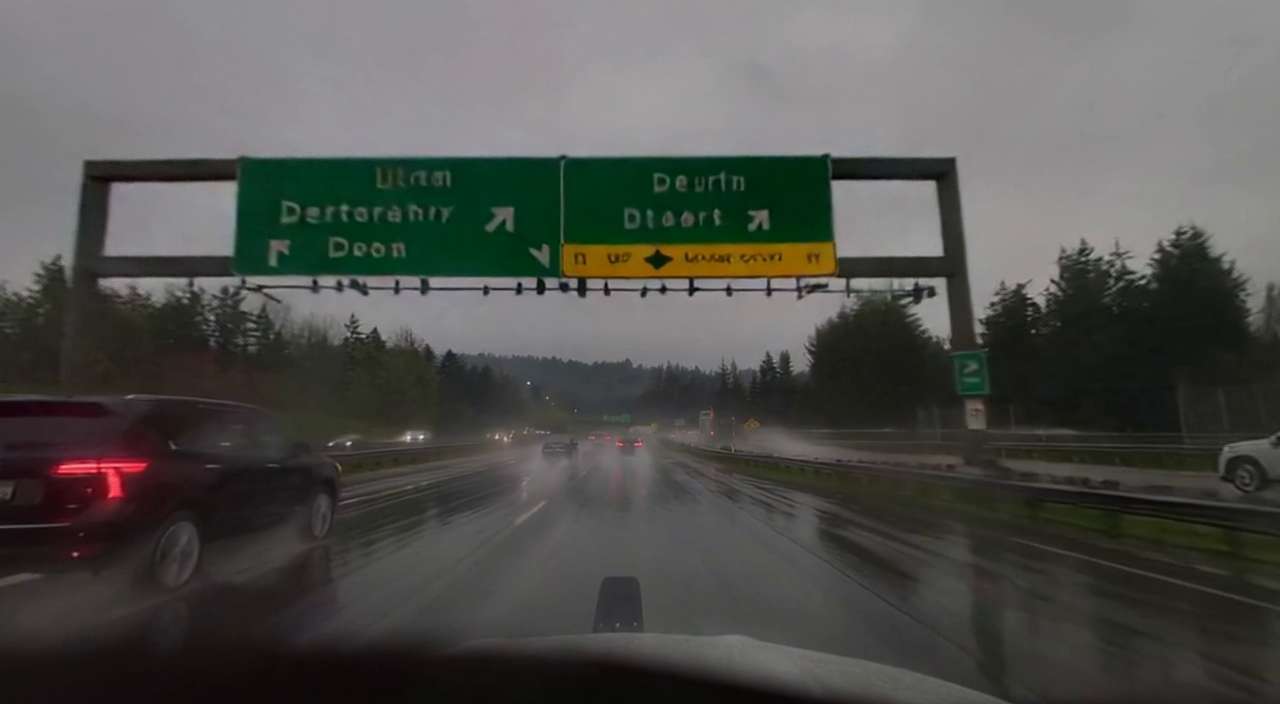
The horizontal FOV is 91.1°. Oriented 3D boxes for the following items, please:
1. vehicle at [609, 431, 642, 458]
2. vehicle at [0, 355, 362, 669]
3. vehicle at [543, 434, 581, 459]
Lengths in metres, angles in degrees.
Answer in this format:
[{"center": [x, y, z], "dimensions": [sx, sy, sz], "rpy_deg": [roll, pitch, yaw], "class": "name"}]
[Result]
[{"center": [-0.884, 5.842, 39.827], "dimensions": [2.002, 1.611, 3.778], "rpy_deg": [0, -8, 0], "class": "vehicle"}, {"center": [-4.561, 1.213, 5.883], "dimensions": [1.971, 1.822, 4.366], "rpy_deg": [0, -8, -1], "class": "vehicle"}, {"center": [-4.730, 5.779, 38.701], "dimensions": [1.909, 1.445, 4.087], "rpy_deg": [0, -8, -1], "class": "vehicle"}]
